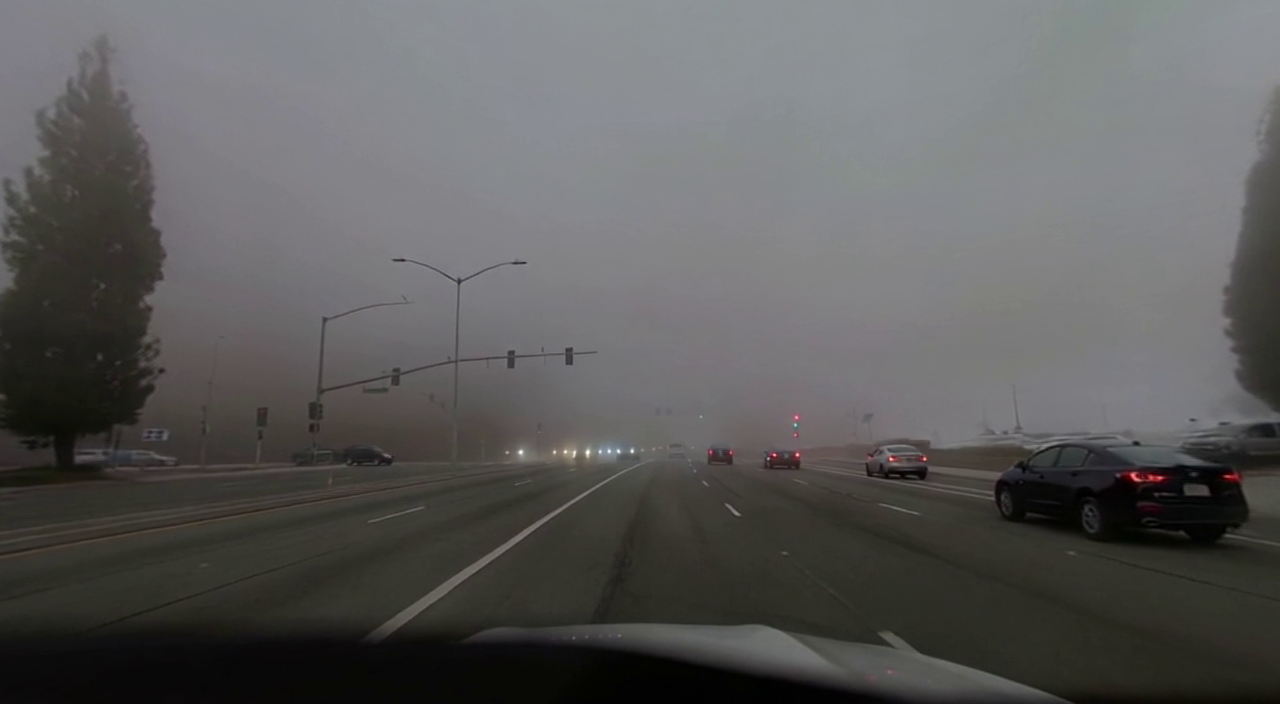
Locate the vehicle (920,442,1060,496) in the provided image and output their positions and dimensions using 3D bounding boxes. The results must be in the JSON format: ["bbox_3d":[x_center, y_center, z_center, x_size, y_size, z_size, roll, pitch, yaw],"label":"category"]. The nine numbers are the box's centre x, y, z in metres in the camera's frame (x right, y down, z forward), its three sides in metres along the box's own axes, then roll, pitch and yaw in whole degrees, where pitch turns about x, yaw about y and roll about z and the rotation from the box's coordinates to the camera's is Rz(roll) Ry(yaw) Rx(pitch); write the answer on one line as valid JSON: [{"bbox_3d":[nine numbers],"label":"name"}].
[{"bbox_3d":[11.138,3.724,20.507,1.963,1.513,4.600,0,-9,1],"label":"vehicle"}]

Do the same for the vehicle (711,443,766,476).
[{"bbox_3d":[5.030,5.564,32.952,2.292,1.563,4.734,-1,-8,3],"label":"vehicle"}]

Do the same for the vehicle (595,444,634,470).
[{"bbox_3d":[-1.551,6.602,39.784,1.958,1.542,4.175,-1,-9,5],"label":"vehicle"}]

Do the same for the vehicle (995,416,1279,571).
[{"bbox_3d":[7.402,1.815,9.025,2.051,1.620,4.702,-1,-8,3],"label":"vehicle"}]

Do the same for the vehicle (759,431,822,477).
[{"bbox_3d":[7.872,5.393,33.605,2.186,2.202,5.426,0,-9,2],"label":"vehicle"}]

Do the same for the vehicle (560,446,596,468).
[{"bbox_3d":[-4.609,7.903,47.512,2.004,1.529,4.319,-1,-9,5],"label":"vehicle"}]
